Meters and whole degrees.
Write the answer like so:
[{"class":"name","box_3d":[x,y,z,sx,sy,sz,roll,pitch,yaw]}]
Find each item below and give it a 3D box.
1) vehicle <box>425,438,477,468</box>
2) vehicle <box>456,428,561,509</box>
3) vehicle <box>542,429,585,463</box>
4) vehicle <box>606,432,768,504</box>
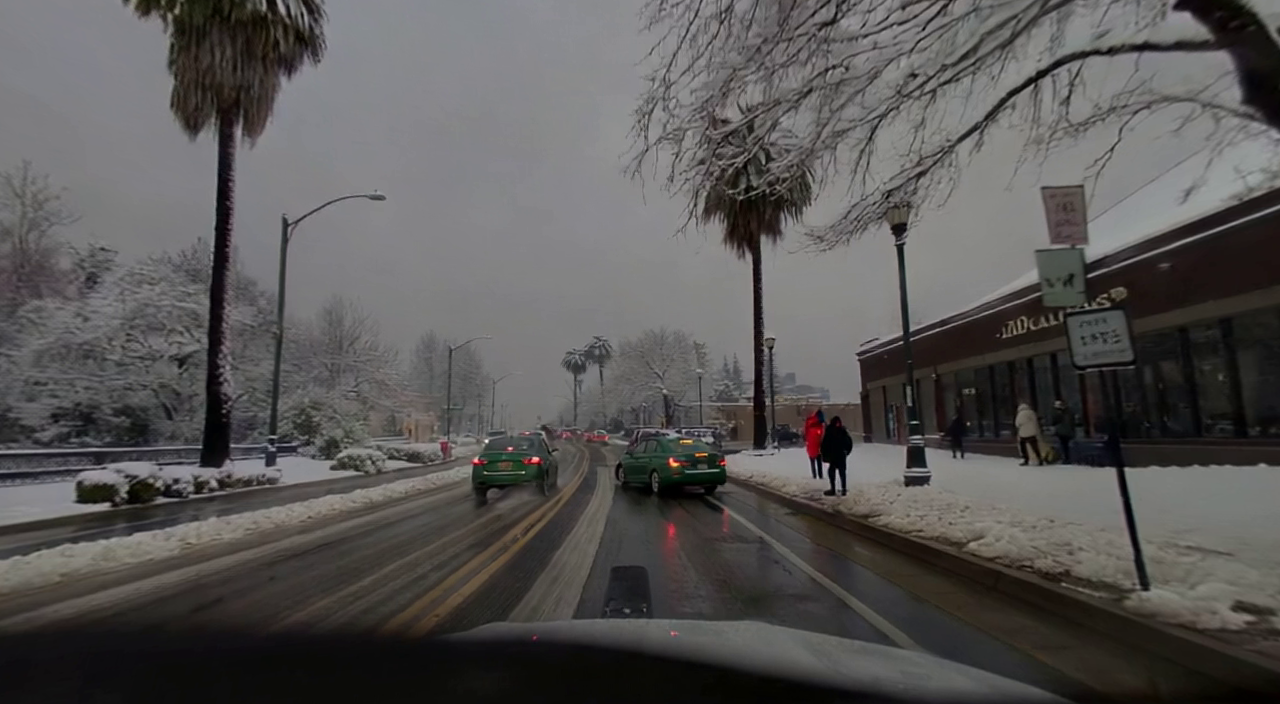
[{"class":"vehicle","box_3d":[-10.676,5.707,35.871,1.930,1.583,4.423,0,-9,-5]},{"class":"vehicle","box_3d":[-2.961,2.719,15.126,2.039,1.628,4.331,1,-9,-7]},{"class":"vehicle","box_3d":[-4.643,5.805,38.893,2.277,1.937,4.487,0,-9,-2]},{"class":"vehicle","box_3d":[0.942,2.788,15.617,1.930,1.477,4.657,4,-9,-25]}]
